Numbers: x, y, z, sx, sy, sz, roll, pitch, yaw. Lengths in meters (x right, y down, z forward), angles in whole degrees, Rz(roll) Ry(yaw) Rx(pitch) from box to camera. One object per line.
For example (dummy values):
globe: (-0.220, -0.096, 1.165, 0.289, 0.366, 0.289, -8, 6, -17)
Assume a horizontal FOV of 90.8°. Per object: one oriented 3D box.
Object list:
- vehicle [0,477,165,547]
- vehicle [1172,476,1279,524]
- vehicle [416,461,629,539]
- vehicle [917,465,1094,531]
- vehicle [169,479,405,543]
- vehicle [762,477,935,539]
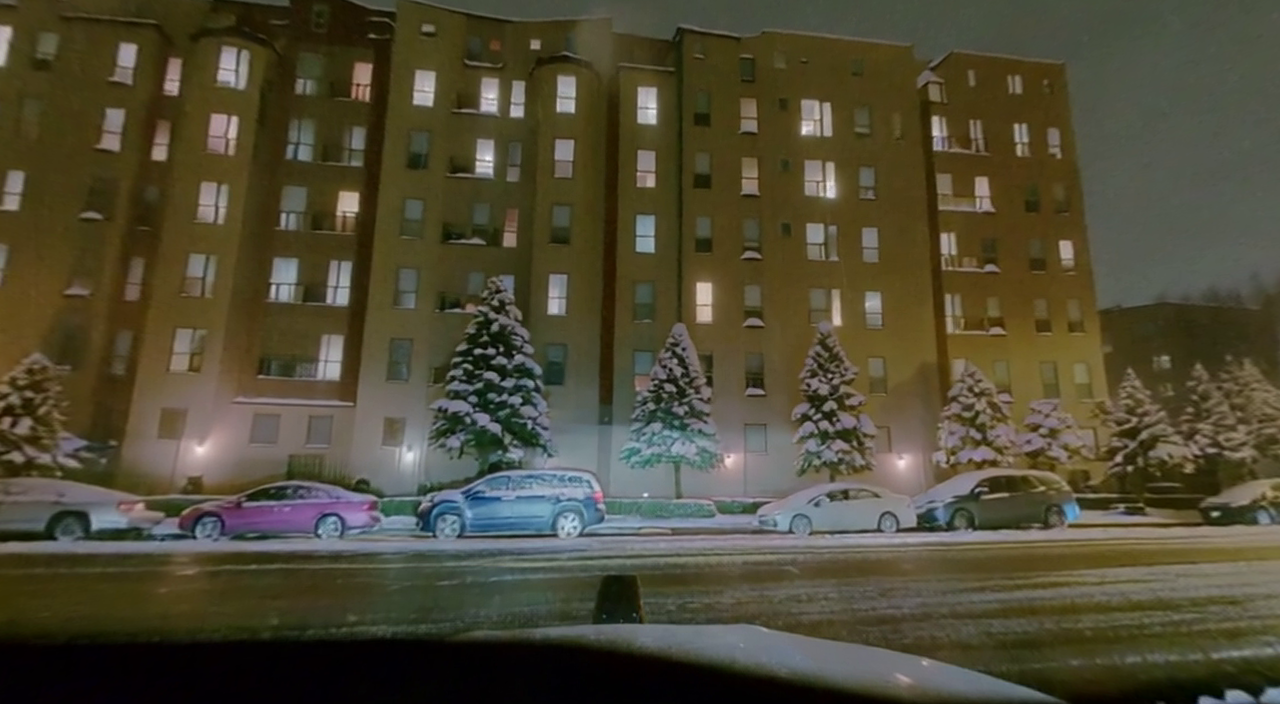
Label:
vehicle: (-14.367, 3.773, 15.097, 4.336, 1.438, 1.776, 2, -9, -12)
vehicle: (21.082, 4.966, 21.318, 4.728, 1.494, 1.898, 1, -13, -8)
vehicle: (-3.130, 3.958, 17.160, 5.299, 1.860, 2.098, 2, -13, -14)
vehicle: (11.543, 4.573, 20.102, 4.544, 1.780, 1.966, 1, -9, -10)
vehicle: (-8.758, 4.027, 16.150, 4.851, 1.339, 1.785, 1, -14, -11)
vehicle: (6.127, 4.559, 18.762, 4.521, 1.411, 1.726, -1, -10, -13)
